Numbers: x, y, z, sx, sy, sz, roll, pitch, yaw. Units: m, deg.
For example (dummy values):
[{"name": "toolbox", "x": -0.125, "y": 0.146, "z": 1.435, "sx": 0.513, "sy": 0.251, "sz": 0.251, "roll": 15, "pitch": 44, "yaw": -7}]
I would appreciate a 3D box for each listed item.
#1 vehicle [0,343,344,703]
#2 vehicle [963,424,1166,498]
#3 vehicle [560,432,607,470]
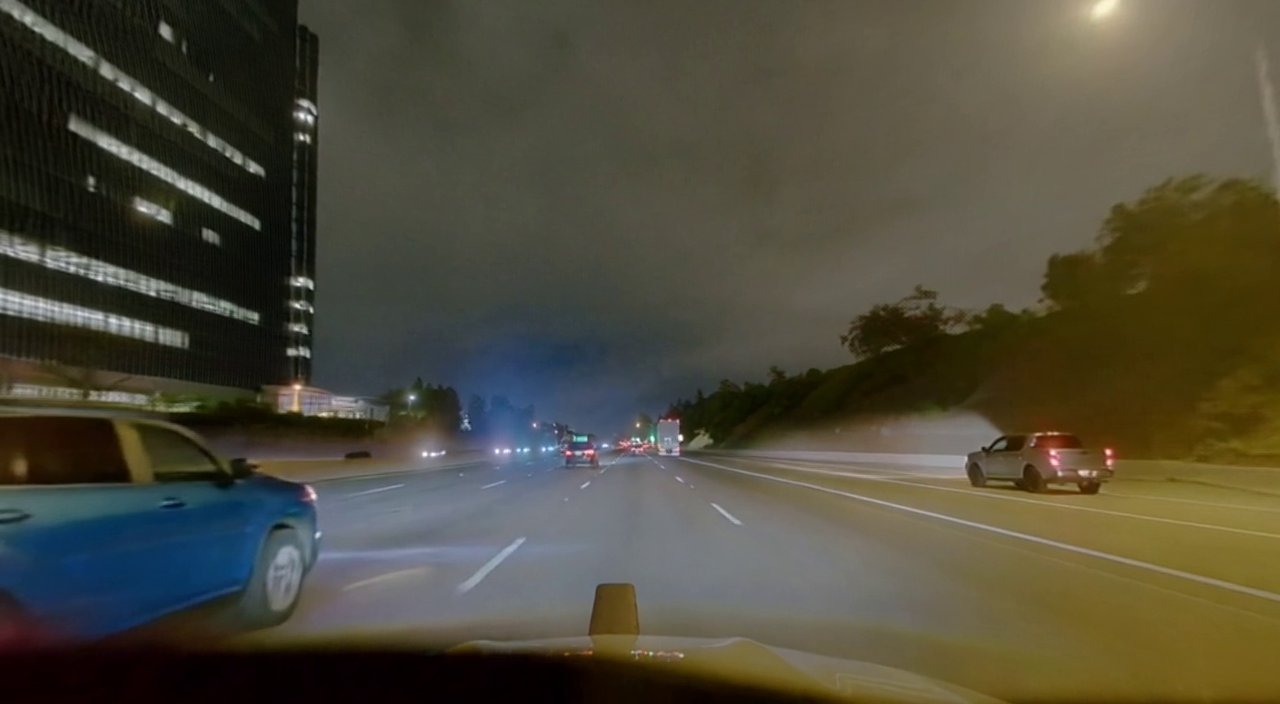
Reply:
[{"name": "vehicle", "x": -3.712, "y": 0.973, "z": 3.566, "sx": 2.039, "sy": 1.710, "sz": 4.237, "roll": 0, "pitch": -9, "yaw": -1}, {"name": "vehicle", "x": 11.572, "y": 3.025, "z": 17.836, "sx": 2.089, "sy": 1.787, "sz": 5.080, "roll": 0, "pitch": -9, "yaw": -1}, {"name": "vehicle", "x": -3.222, "y": 5.802, "z": 37.174, "sx": 2.284, "sy": 2.022, "sz": 5.752, "roll": 0, "pitch": -9, "yaw": -1}]
